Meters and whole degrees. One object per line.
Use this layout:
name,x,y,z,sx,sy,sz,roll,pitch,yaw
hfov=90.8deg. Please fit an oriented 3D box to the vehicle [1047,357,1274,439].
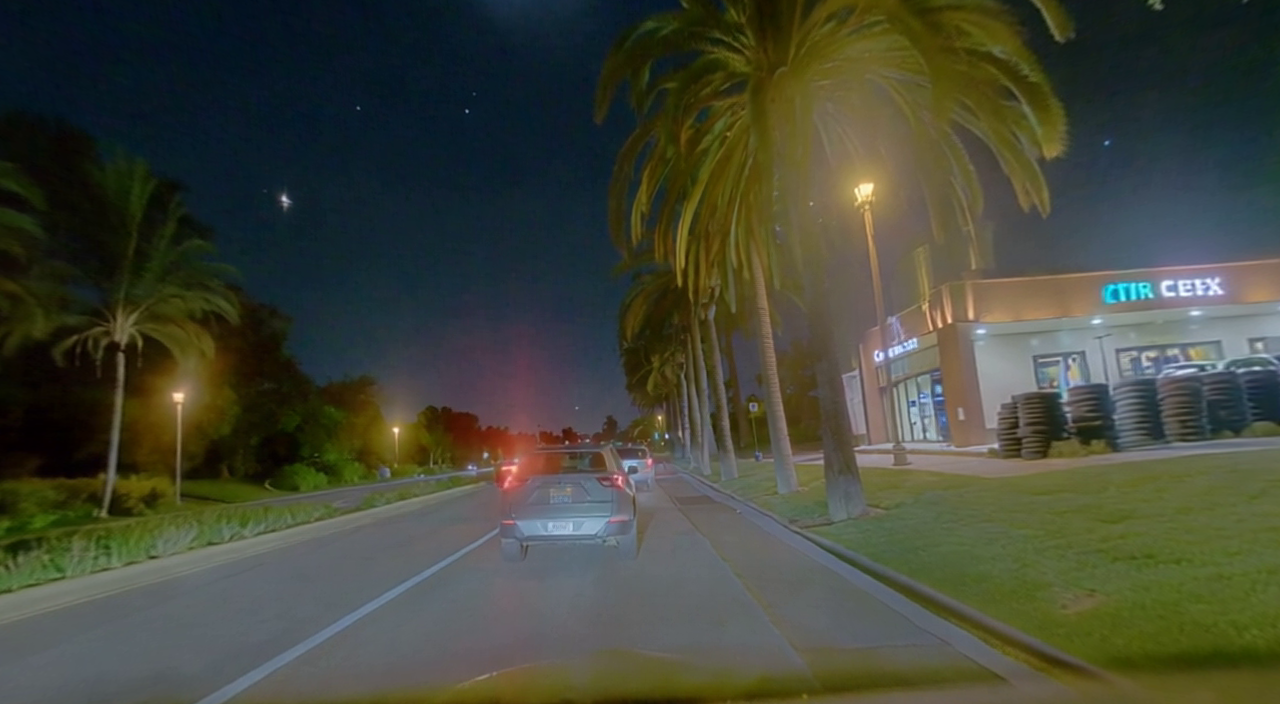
vehicle,13.351,1.360,16.741,1.854,1.693,4.798,-1,-10,0

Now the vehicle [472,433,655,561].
vehicle,-0.965,2.034,9.614,2.169,1.495,4.048,0,-8,-2
